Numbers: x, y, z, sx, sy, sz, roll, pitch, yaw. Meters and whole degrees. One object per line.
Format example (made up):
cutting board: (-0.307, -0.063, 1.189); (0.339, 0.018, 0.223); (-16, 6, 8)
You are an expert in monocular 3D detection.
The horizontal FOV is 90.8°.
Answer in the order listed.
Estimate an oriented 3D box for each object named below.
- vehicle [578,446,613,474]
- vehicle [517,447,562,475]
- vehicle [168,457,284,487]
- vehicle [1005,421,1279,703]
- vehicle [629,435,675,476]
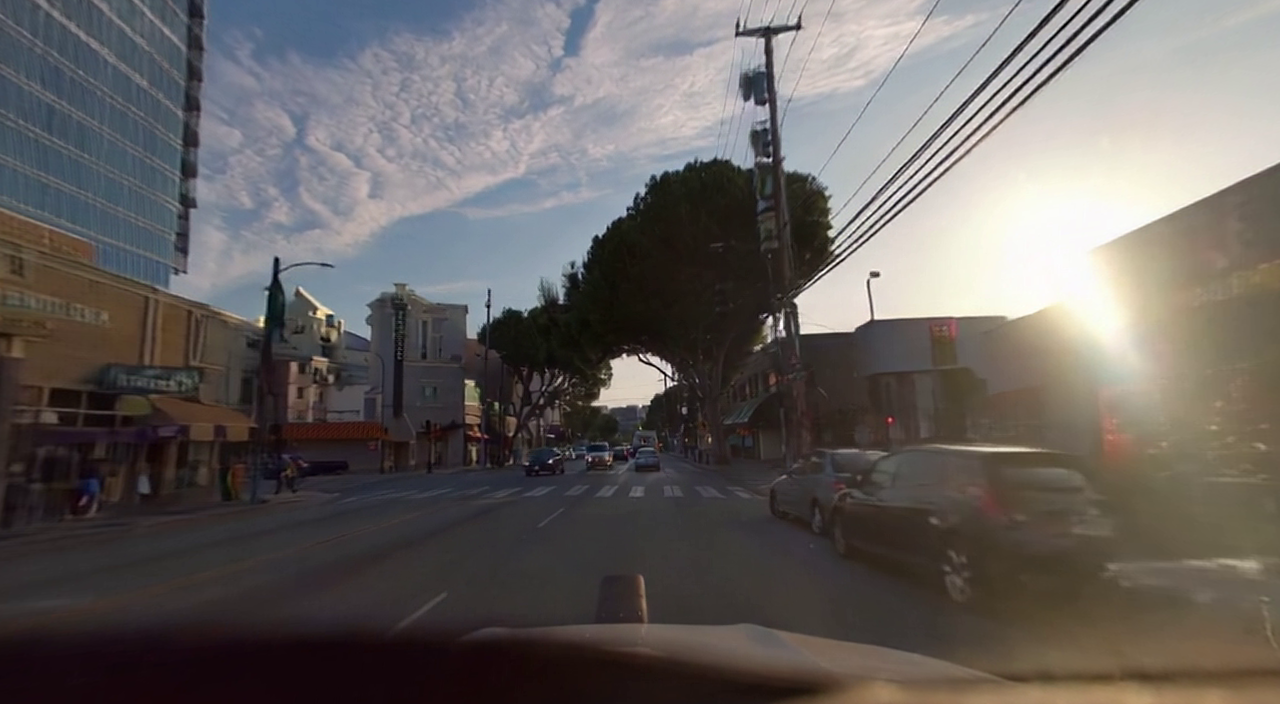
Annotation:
vehicle: (-2.839, 6.951, 41.005); (2.026, 1.616, 4.109); (1, -8, -1)
vehicle: (-6.115, 6.686, 39.018); (2.089, 1.578, 4.571); (0, -9, -1)
vehicle: (-20.904, 6.068, 32.040); (4.477, 1.439, 1.966); (0, -9, 1)
vehicle: (3.319, 0.907, 1.692); (2.018, 1.474, 4.524); (0, -9, 1)
vehicle: (0.628, 5.192, 31.774); (2.127, 1.893, 4.194); (0, -9, 2)
